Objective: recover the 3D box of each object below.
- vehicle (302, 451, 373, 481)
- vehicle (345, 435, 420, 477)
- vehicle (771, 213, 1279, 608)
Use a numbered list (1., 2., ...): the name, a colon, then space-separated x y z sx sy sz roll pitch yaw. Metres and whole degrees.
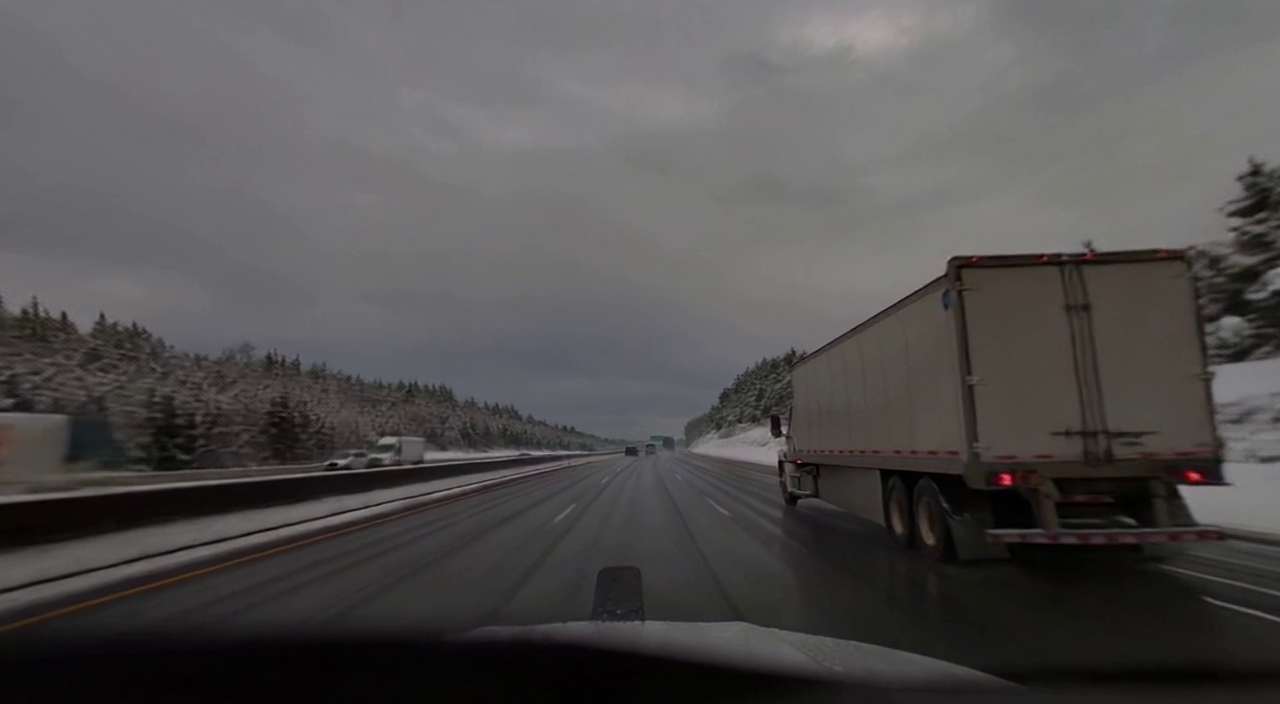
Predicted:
1. vehicle: -19.338 7.302 40.638 1.909 1.768 5.200 0 -9 1
2. vehicle: -19.295 7.849 47.771 2.658 2.883 6.850 0 -9 1
3. vehicle: 4.321 1.046 9.352 2.771 3.313 8.121 0 -9 -1
